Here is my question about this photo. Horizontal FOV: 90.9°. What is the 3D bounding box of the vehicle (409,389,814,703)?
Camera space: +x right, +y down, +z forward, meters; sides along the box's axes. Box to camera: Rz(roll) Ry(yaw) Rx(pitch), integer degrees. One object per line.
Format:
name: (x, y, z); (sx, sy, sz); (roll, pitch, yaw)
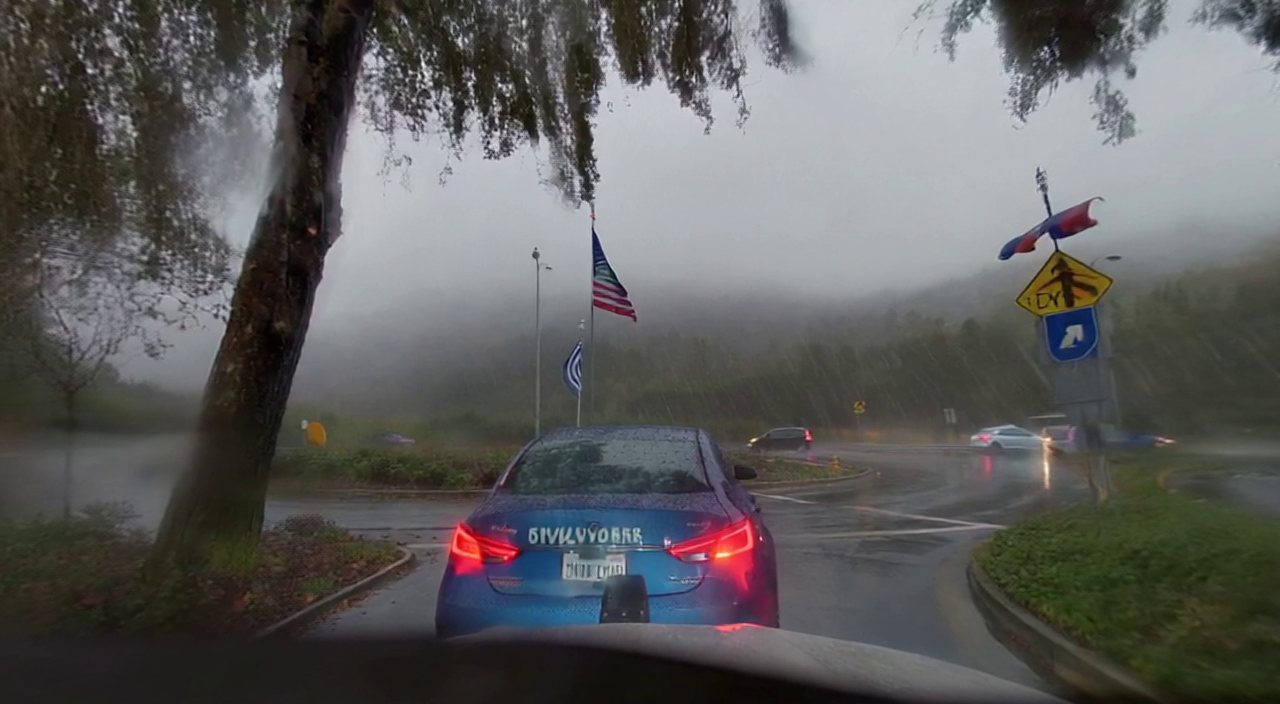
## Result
vehicle: (-0.063, 1.324, 5.317); (2.078, 1.607, 4.010); (-1, -9, 3)

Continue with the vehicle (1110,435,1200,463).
vehicle: (29.302, 5.527, 35.876); (4.147, 1.475, 1.850); (2, -9, -17)

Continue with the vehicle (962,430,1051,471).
vehicle: (16.519, 4.439, 28.323); (4.485, 1.691, 2.132); (8, -12, -43)
